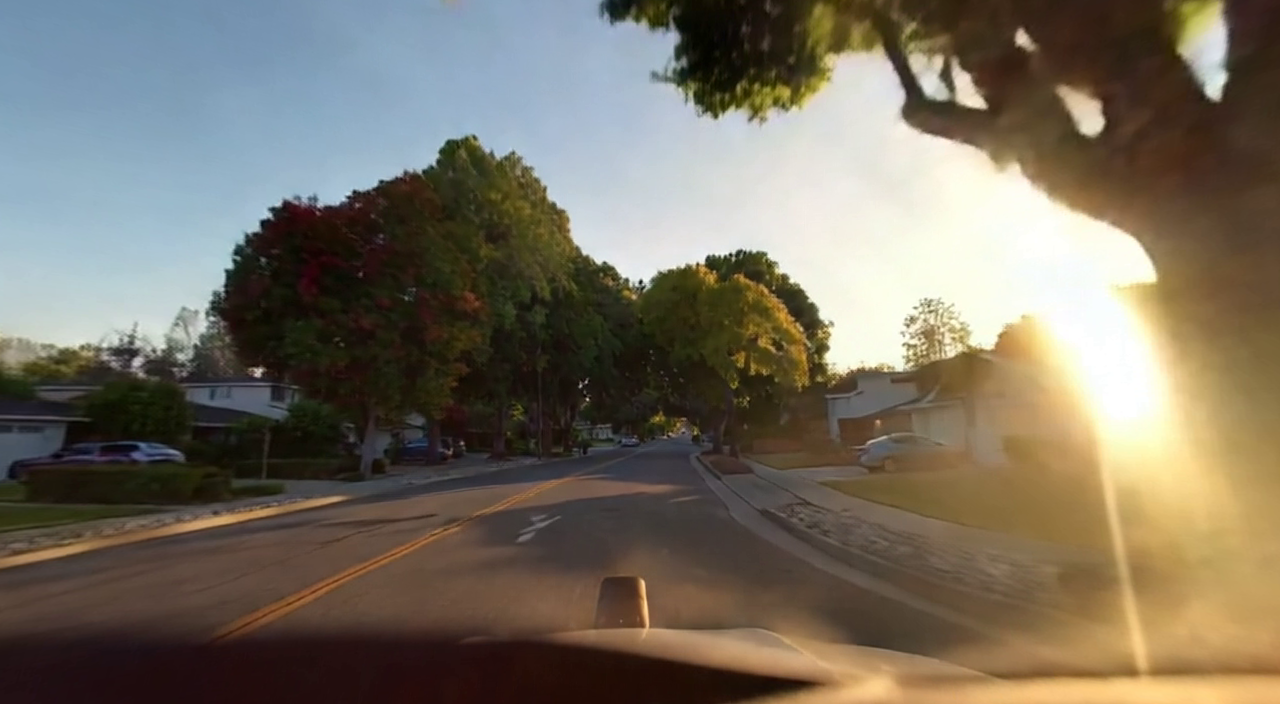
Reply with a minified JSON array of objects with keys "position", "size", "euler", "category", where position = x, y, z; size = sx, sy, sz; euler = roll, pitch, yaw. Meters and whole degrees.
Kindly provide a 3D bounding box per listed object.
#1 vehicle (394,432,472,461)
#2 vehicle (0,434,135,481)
[{"position":[-13.100,5.999,40.202],"size":[4.370,1.761,1.901],"euler":[1,-8,-5],"category":"vehicle"},{"position":[-19.778,3.474,20.841],"size":[4.373,1.464,1.917],"euler":[2,-10,-18],"category":"vehicle"}]
